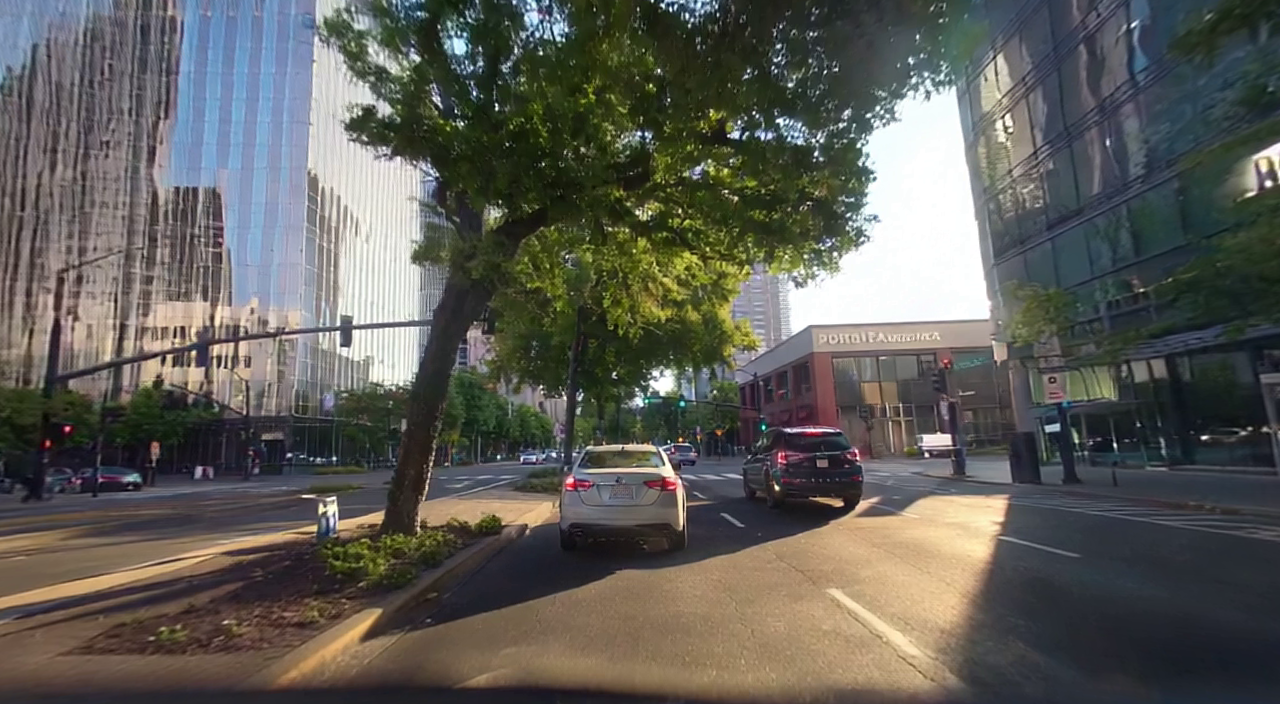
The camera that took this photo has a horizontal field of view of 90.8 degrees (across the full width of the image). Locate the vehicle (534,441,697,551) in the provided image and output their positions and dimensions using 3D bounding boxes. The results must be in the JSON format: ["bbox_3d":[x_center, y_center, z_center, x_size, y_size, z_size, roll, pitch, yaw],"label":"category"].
[{"bbox_3d":[-0.358,2.188,10.376,2.144,1.398,3.963,0,-7,-1],"label":"vehicle"}]

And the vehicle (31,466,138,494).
[{"bbox_3d":[-34.804,8.018,39.688,4.470,1.556,2.231,1,-8,-3],"label":"vehicle"}]

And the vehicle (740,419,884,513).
[{"bbox_3d":[3.665,2.488,14.379,2.078,1.799,4.089,0,-7,-1],"label":"vehicle"}]
